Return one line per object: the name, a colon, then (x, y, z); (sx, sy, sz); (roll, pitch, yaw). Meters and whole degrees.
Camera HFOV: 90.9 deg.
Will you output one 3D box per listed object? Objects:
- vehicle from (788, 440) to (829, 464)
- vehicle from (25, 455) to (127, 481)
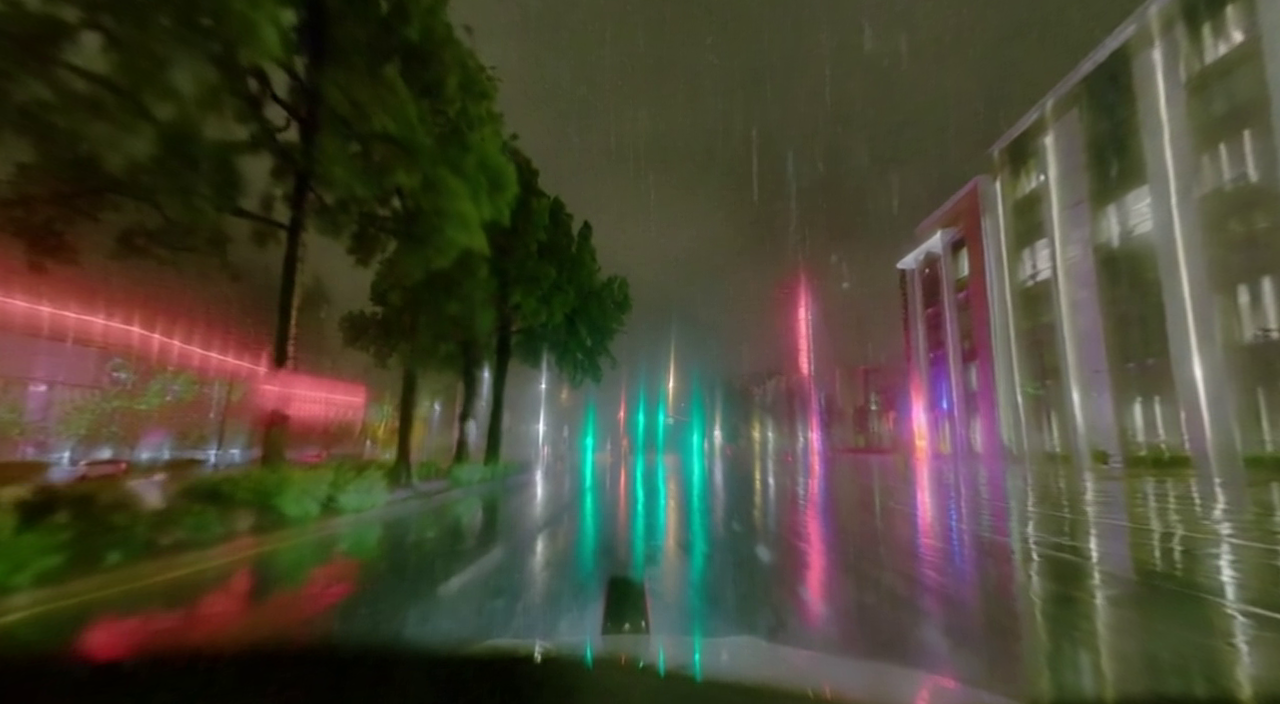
vehicle: (13.203, 7.864, 49.747); (2.028, 1.788, 5.064); (-1, -9, 2)
vehicle: (-35.914, 7.335, 40.193); (4.644, 1.465, 1.793); (8, -12, -44)
